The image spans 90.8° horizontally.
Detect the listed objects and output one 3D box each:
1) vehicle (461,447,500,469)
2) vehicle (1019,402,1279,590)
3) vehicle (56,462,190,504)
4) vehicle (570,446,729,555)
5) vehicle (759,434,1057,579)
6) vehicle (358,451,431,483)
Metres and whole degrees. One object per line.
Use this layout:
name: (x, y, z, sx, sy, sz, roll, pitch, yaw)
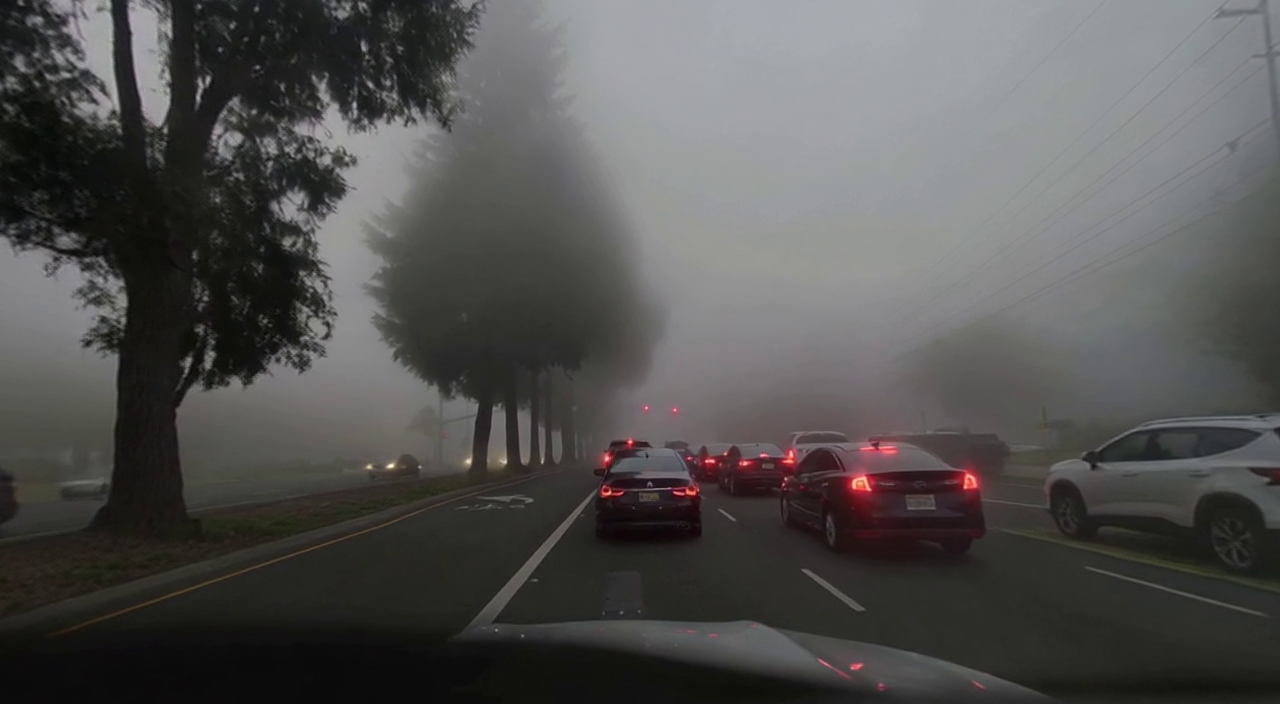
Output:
vehicle: (-12.506, 8.327, 49.802, 1.963, 1.649, 4.290, 0, -9, 0)
vehicle: (6.921, 1.594, 7.561, 1.987, 1.730, 4.373, 0, -9, -1)
vehicle: (-21.521, 5.440, 26.602, 1.815, 1.449, 4.616, 0, -9, -1)
vehicle: (0.093, 2.178, 10.009, 1.990, 1.347, 4.067, 0, -9, -1)
vehicle: (3.190, 1.945, 8.942, 1.970, 1.445, 4.974, 0, -9, -1)
vehicle: (-12.358, 5.813, 32.160, 1.943, 1.467, 4.442, 0, -9, 0)
